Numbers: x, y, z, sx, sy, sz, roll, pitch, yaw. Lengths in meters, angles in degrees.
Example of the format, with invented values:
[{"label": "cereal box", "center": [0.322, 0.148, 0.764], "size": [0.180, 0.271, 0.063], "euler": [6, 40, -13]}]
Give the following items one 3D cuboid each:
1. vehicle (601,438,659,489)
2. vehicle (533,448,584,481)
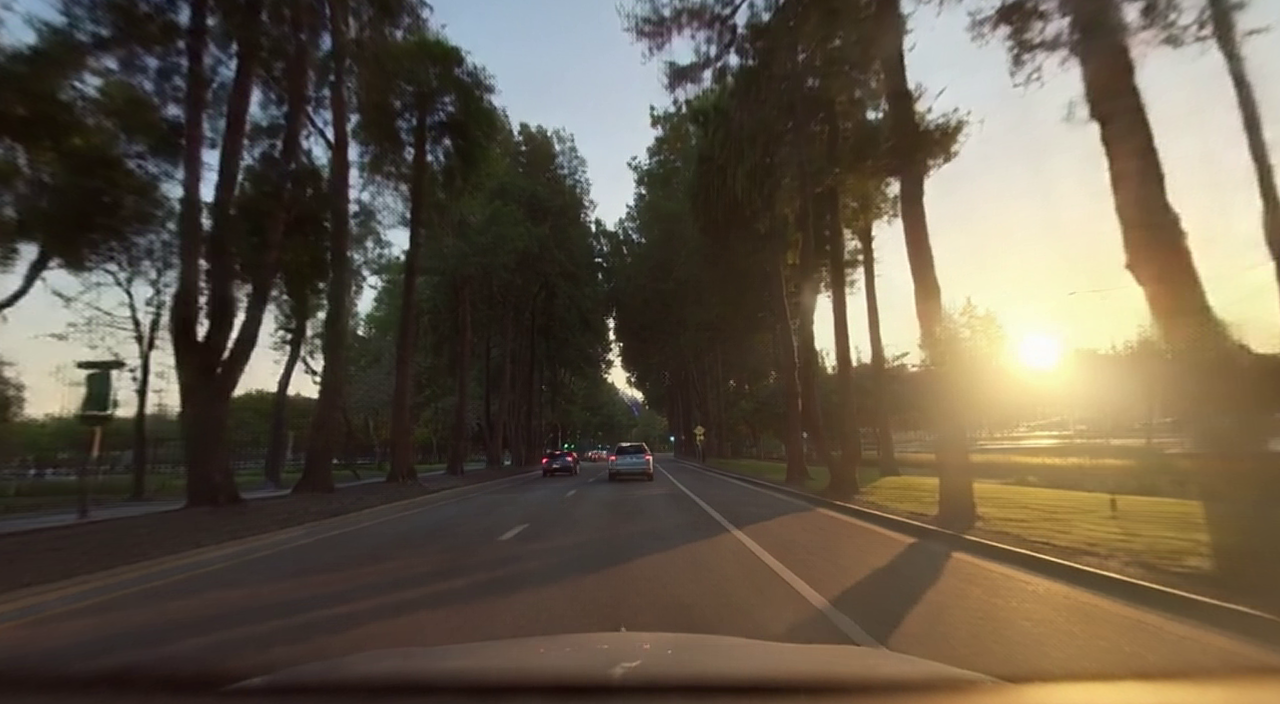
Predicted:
[{"label": "vehicle", "center": [-0.340, 4.187, 24.049], "size": [2.018, 1.769, 3.897], "euler": [0, -8, 0]}, {"label": "vehicle", "center": [-4.007, 5.605, 31.739], "size": [1.936, 1.538, 4.016], "euler": [0, -8, 1]}]
